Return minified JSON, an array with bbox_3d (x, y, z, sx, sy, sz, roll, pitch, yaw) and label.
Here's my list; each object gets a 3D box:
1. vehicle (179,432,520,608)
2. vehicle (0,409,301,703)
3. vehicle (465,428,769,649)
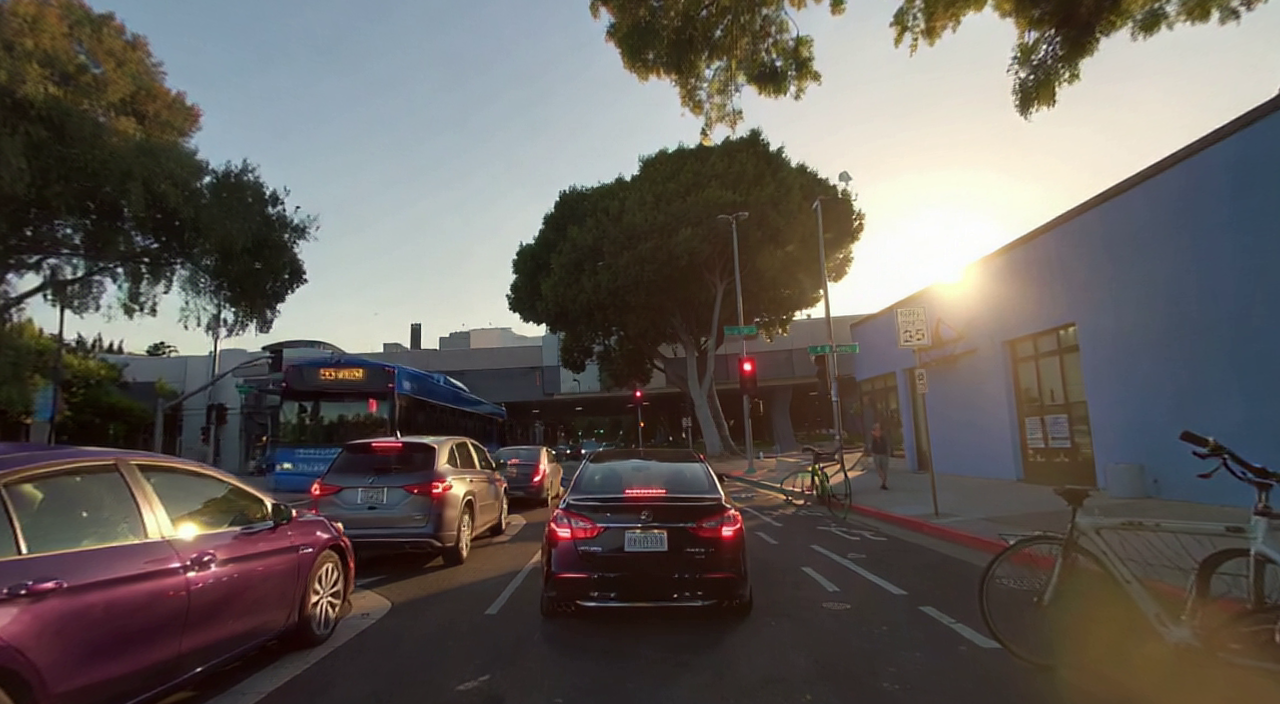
[{"bbox_3d":[-2.913,1.760,7.643,1.944,1.481,4.385,0,-8,1],"label":"vehicle"},{"bbox_3d":[-3.169,0.881,1.726,1.867,1.486,4.452,0,-8,2],"label":"vehicle"},{"bbox_3d":[-0.141,1.531,6.177,2.031,1.461,3.763,0,-8,0],"label":"vehicle"}]
